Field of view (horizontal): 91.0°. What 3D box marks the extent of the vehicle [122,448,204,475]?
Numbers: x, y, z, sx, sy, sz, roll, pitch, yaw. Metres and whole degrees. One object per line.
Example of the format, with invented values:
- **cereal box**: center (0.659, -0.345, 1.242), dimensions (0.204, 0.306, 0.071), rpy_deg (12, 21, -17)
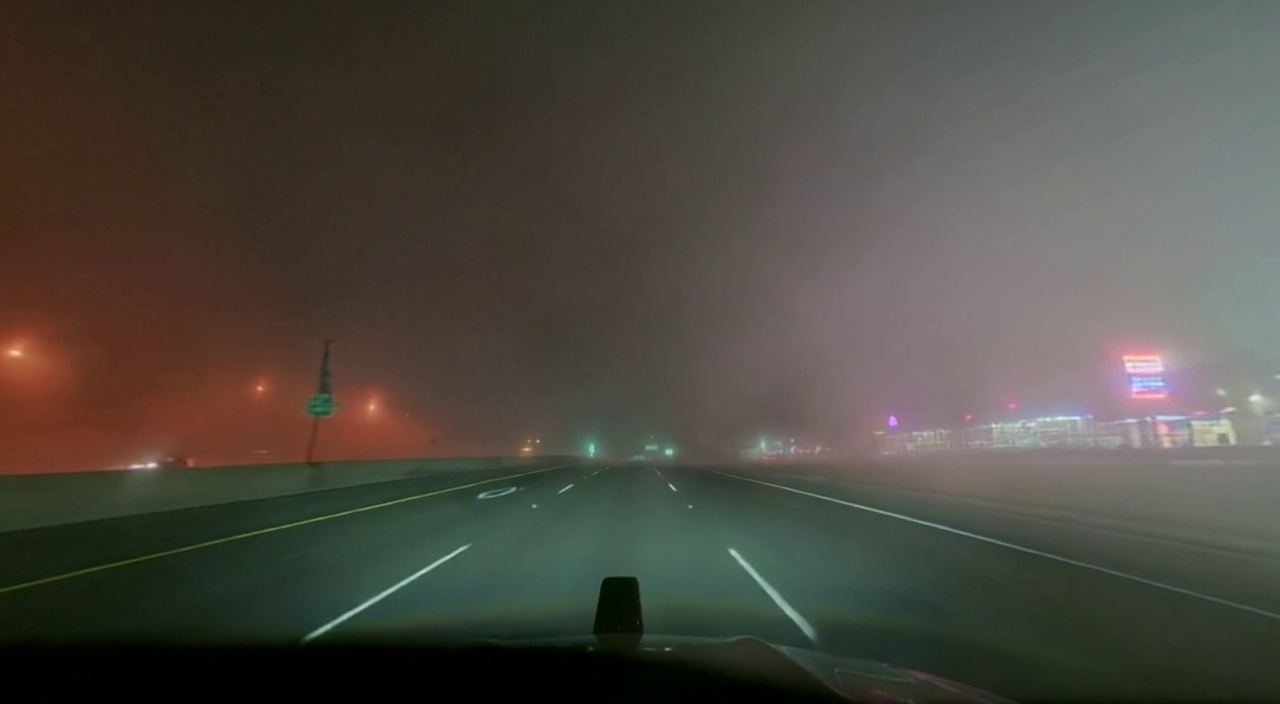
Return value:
- **vehicle**: center (-30.100, 6.894, 39.938), dimensions (1.914, 1.618, 4.488), rpy_deg (1, -9, -4)
